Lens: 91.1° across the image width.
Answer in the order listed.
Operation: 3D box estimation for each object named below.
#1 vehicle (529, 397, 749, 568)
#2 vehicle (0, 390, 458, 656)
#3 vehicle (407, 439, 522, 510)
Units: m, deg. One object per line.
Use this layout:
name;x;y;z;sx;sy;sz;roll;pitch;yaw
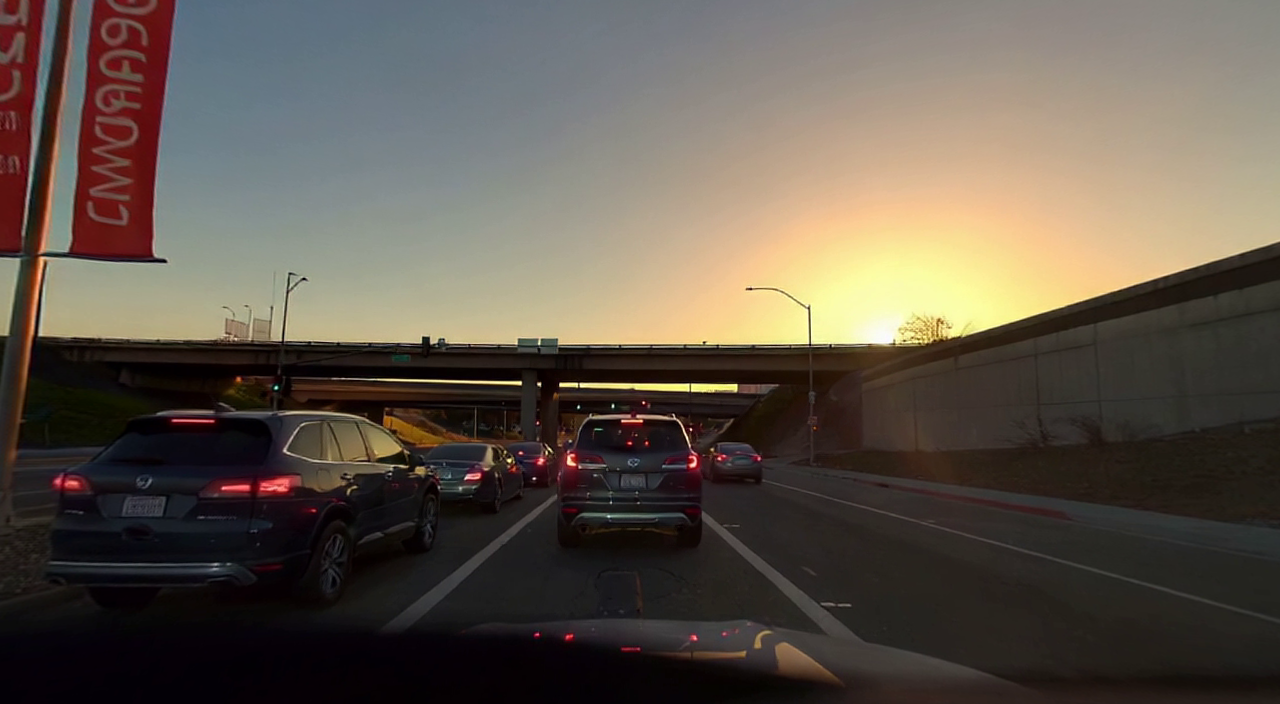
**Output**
vehicle;-0.091;1.759;9.203;2.409;1.864;4.471;0;-8;-2
vehicle;-3.499;1.426;6.277;2.039;1.709;4.265;0;-8;0
vehicle;-4.149;2.927;15.437;1.797;1.505;3.506;0;-9;0
